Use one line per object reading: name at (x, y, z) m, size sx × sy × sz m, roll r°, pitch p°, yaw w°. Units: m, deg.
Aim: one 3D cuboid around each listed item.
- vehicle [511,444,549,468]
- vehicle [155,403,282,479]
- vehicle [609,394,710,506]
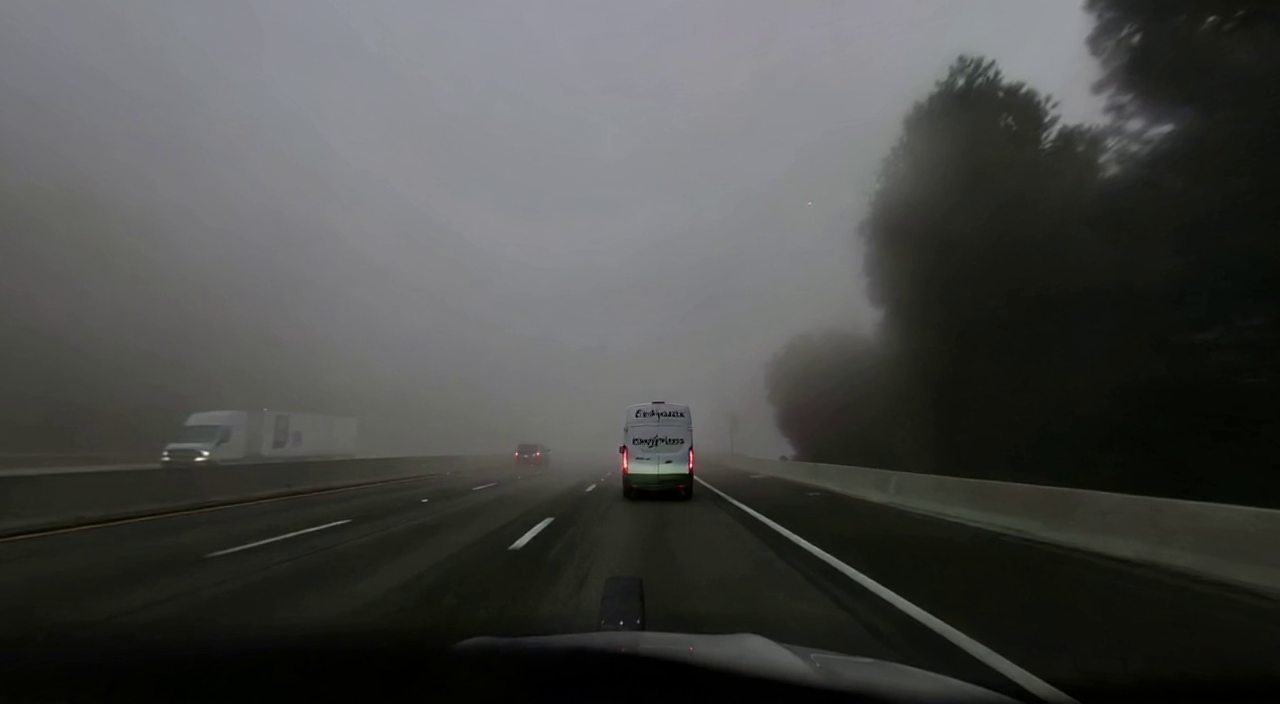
vehicle at (-7.382, 7.007, 42.526) m, size 1.829 × 1.518 × 3.776 m, roll 0°, pitch -9°, yaw 0°
vehicle at (-23.814, 5.116, 36.109) m, size 2.949 × 3.955 × 5.920 m, roll 0°, pitch -9°, yaw 1°
vehicle at (0.367, 2.657, 17.304) m, size 2.332 × 2.558 × 5.314 m, roll 0°, pitch -9°, yaw -2°
